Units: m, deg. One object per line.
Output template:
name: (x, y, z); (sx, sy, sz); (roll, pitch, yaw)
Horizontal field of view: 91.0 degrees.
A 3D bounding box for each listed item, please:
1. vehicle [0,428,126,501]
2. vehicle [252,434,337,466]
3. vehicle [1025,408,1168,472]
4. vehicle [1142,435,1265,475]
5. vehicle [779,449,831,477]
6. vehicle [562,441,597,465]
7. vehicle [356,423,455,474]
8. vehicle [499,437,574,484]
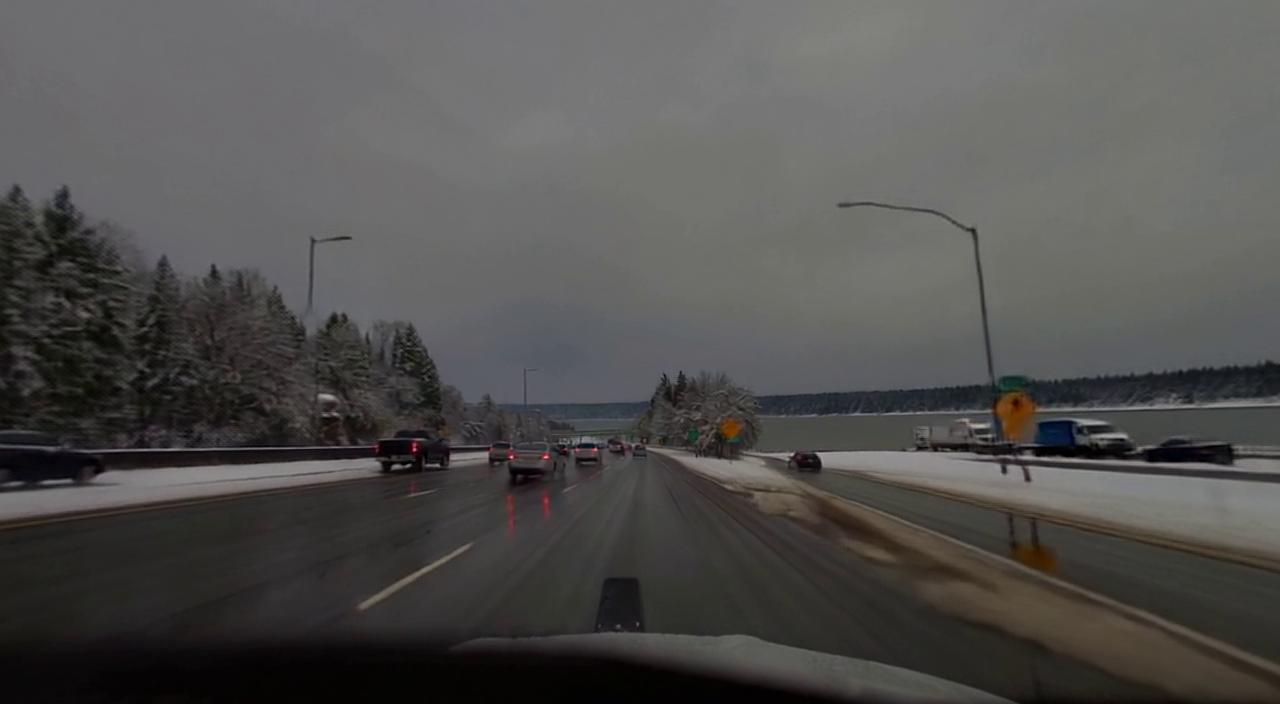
vehicle: (-14.646, 2.494, 14.154); (2.050, 1.537, 4.768); (0, -9, 1)
vehicle: (-20.553, 5.868, 37.782); (2.114, 1.715, 5.227); (0, -9, 0)
vehicle: (28.023, 5.469, 39.467); (3.151, 3.473, 9.484); (0, -8, 9)
vehicle: (26.031, 4.775, 29.340); (1.914, 1.667, 4.648); (-1, -9, 9)
vehicle: (9.636, 6.506, 37.195); (2.153, 1.510, 4.646); (0, -9, 4)
vehicle: (-4.652, 7.865, 49.097); (2.107, 1.787, 4.685); (0, -9, 3)
vehicle: (-11.095, 4.640, 30.354); (2.442, 2.191, 5.760); (0, -9, 1)
vehicle: (-4.055, 4.318, 25.436); (2.132, 1.708, 4.571); (0, -9, 2)
